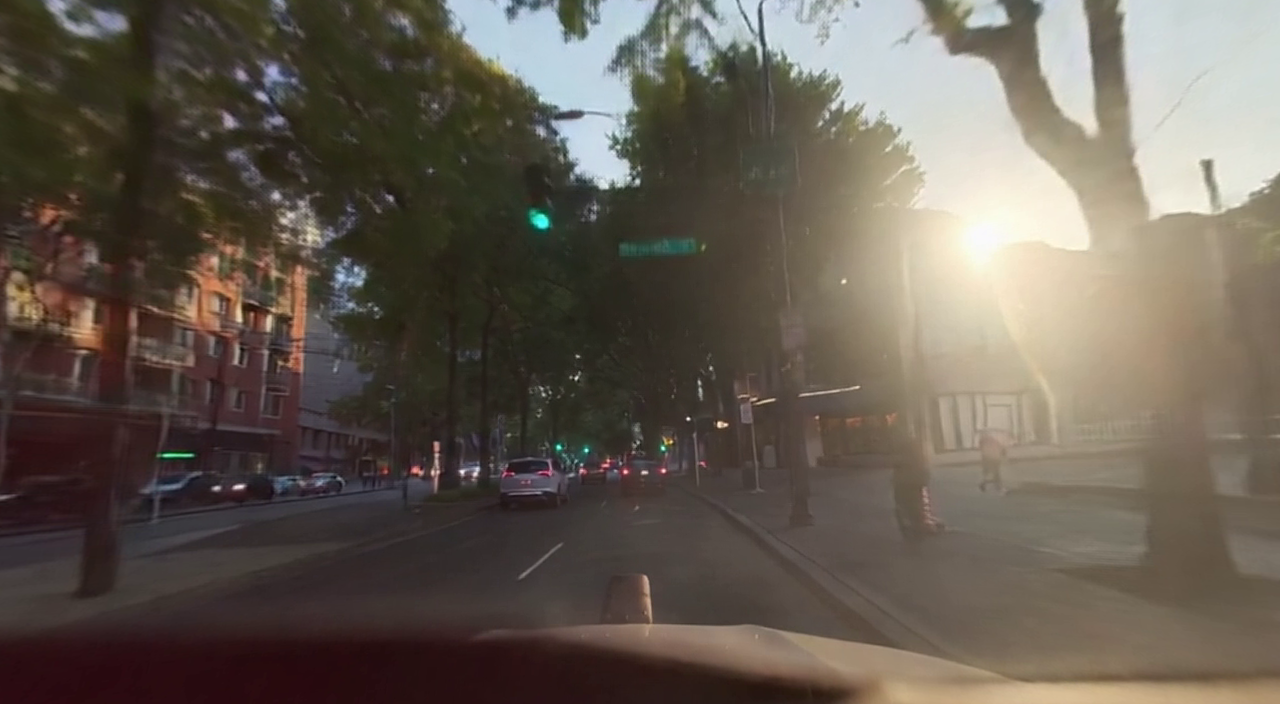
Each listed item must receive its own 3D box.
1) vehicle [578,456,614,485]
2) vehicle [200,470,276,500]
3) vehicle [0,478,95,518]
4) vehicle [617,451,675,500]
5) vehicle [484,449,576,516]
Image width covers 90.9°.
[{"bbox_3d":[-2.909,8.031,42.803,2.220,1.847,4.587,0,-10,-2],"label":"vehicle"},{"bbox_3d":[-27.600,9.115,43.502,1.998,1.797,5.035,1,-10,-2],"label":"vehicle"},{"bbox_3d":[-29.510,7.021,30.698,1.898,1.641,4.644,1,-10,-3],"label":"vehicle"},{"bbox_3d":[0.186,4.818,24.836,2.120,1.758,3.917,0,-10,-1],"label":"vehicle"},{"bbox_3d":[-3.080,3.766,18.514,1.940,1.722,3.823,0,-10,1],"label":"vehicle"}]
